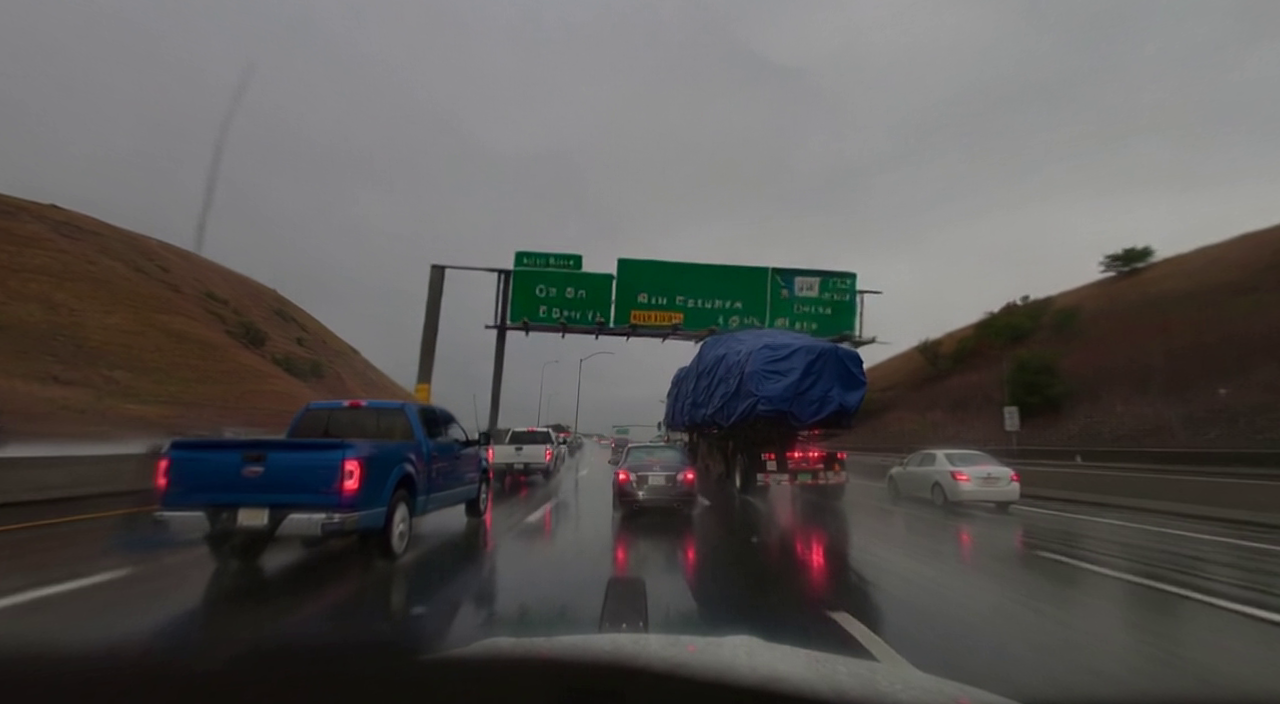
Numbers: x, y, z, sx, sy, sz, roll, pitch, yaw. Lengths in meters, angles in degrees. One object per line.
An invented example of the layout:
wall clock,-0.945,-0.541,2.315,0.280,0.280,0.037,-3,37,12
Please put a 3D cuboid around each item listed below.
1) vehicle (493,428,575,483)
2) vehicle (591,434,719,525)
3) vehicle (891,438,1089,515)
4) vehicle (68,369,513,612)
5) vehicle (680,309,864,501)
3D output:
vehicle,-3.787,3.801,23.557,2.348,1.821,5.061,0,-8,-2
vehicle,0.186,2.385,12.430,2.105,1.471,3.978,0,-8,-2
vehicle,7.760,2.768,14.595,2.092,1.495,4.194,0,-8,-2
vehicle,-3.289,1.466,7.705,2.318,1.902,5.374,0,-8,0
vehicle,3.148,1.878,18.945,2.759,4.098,10.906,0,-8,-2
